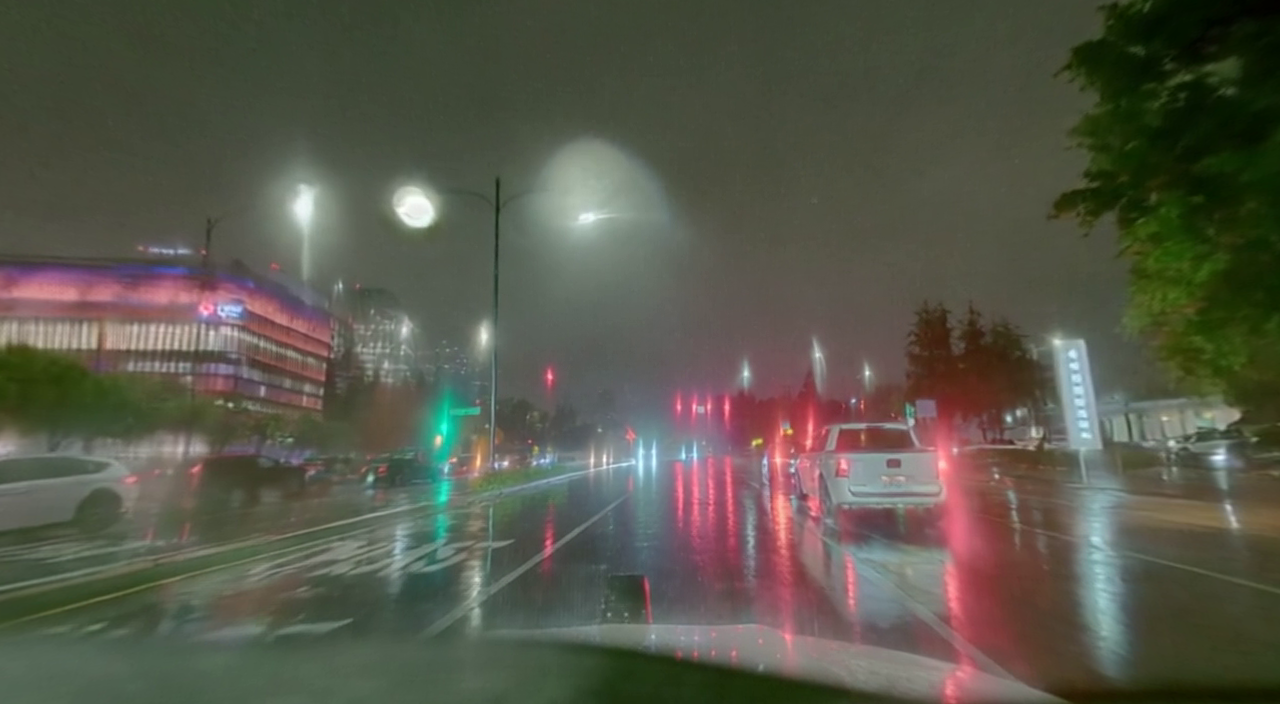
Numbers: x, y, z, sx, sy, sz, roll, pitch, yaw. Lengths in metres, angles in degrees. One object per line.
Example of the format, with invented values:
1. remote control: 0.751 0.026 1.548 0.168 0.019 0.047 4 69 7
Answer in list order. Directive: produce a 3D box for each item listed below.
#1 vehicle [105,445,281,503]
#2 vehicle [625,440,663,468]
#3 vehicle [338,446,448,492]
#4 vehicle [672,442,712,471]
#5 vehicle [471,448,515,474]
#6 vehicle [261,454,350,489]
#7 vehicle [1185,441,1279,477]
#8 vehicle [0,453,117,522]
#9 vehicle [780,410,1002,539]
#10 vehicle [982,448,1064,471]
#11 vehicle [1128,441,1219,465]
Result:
1. vehicle: -16.281 4.423 23.507 2.200 1.884 5.653 -1 -8 3
2. vehicle: 0.319 6.660 41.233 2.057 1.678 4.639 -1 -8 6
3. vehicle: -9.257 4.386 24.097 2.047 1.572 4.472 -1 -8 6
4. vehicle: 2.903 5.741 34.696 2.059 1.477 3.988 -1 -8 6
5. vehicle: -8.978 6.687 38.860 1.884 1.456 4.356 0 -8 -3
6. vehicle: -15.876 5.654 30.207 1.804 1.437 4.560 0 -8 -1
7. vehicle: 28.200 4.780 28.217 2.043 1.496 5.210 3 -10 -22
8. vehicle: -16.260 3.388 15.899 1.937 1.605 4.531 -1 -8 5
9. vehicle: 4.089 2.100 11.449 2.282 1.797 4.924 -1 -8 4
10. vehicle: 26.351 7.388 43.470 4.361 1.429 1.843 0 -9 10
11. vehicle: 39.846 7.525 47.151 4.775 1.529 1.992 -3 -8 6
